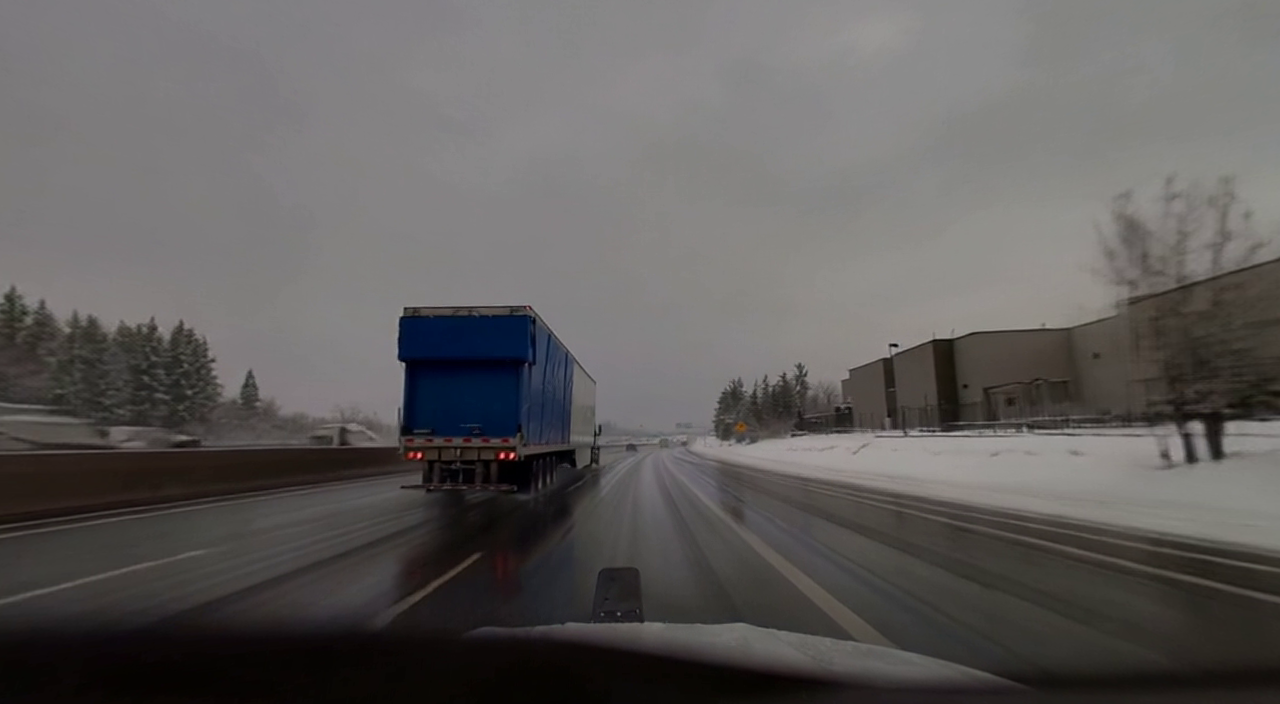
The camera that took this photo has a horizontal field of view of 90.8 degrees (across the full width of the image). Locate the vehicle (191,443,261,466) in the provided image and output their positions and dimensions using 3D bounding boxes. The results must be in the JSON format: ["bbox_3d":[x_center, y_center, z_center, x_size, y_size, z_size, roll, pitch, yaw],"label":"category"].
[{"bbox_3d":[-31.465,7.784,48.161,1.950,1.673,4.792,0,-8,1],"label":"vehicle"}]

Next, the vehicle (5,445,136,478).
[{"bbox_3d":[-27.661,5.302,30.950,1.911,1.505,4.787,0,-8,1],"label":"vehicle"}]

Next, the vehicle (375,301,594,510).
[{"bbox_3d":[-3.620,2.191,20.569,2.939,4.132,16.303,0,-8,0],"label":"vehicle"}]
